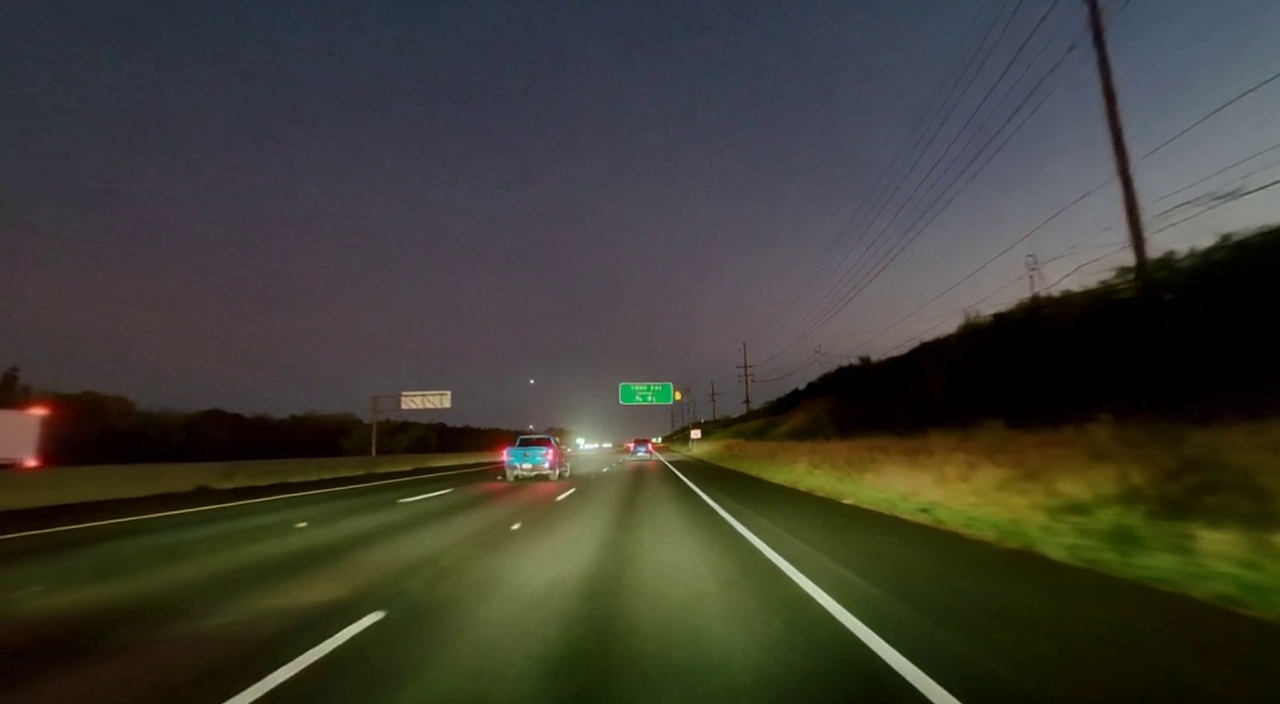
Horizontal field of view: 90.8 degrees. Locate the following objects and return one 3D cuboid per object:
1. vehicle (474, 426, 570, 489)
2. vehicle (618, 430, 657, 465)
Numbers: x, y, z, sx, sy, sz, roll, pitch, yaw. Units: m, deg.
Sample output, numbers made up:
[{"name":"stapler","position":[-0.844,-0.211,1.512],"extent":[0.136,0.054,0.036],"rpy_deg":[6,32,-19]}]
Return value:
[{"name":"vehicle","position":[-3.750,3.481,21.178],"extent":[2.204,1.812,5.289],"rpy_deg":[0,-8,0]},{"name":"vehicle","position":[-0.175,6.256,41.368],"extent":[2.358,2.144,4.713],"rpy_deg":[0,-8,-1]}]
